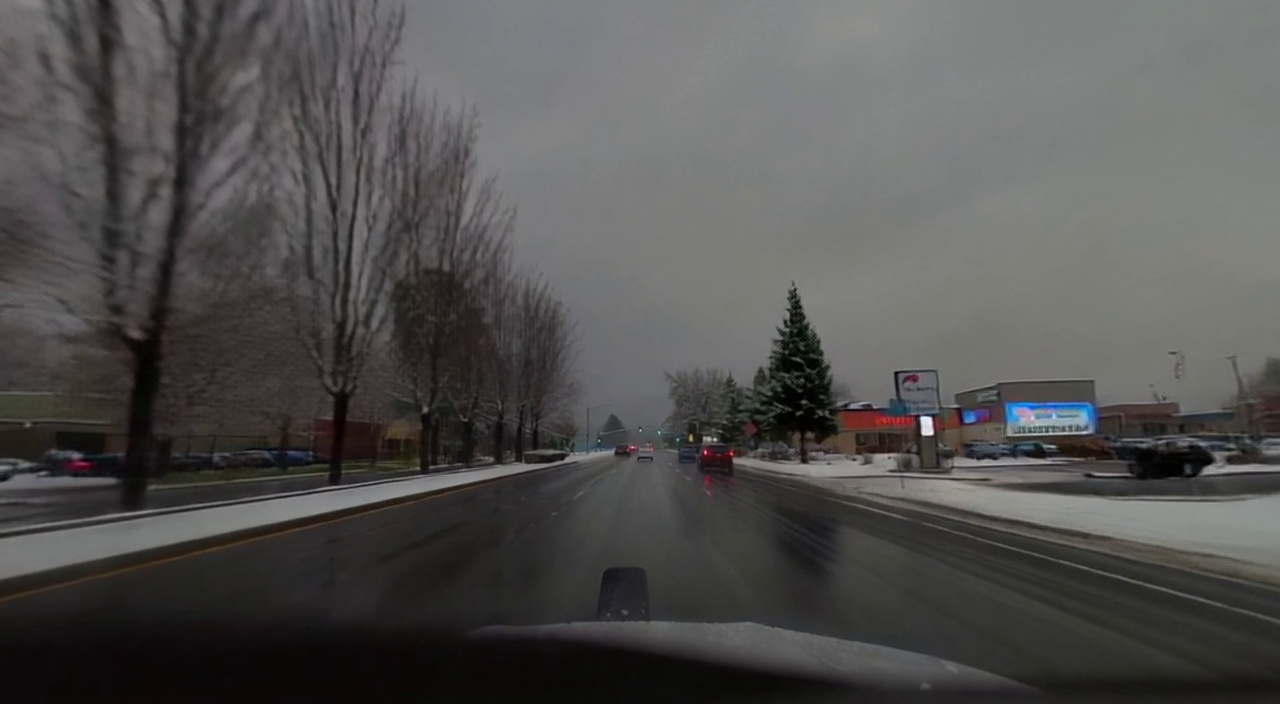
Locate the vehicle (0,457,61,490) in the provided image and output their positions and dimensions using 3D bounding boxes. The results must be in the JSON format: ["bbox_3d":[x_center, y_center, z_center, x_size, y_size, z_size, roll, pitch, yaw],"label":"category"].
[{"bbox_3d":[-31.829,6.113,31.706,1.732,1.526,3.827,-1,-9,-1],"label":"vehicle"}]

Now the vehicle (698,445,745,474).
[{"bbox_3d":[4.371,5.856,34.577,1.916,1.459,4.335,0,-8,-1],"label":"vehicle"}]

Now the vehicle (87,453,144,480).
[{"bbox_3d":[-32.867,7.142,39.582,1.795,1.567,4.241,5,-10,-28],"label":"vehicle"}]

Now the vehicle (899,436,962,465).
[{"bbox_3d":[21.326,7.257,46.553,2.124,1.920,5.946,0,-9,3],"label":"vehicle"}]

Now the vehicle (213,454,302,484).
[{"bbox_3d":[-22.502,6.891,37.344,2.111,1.500,5.131,-1,-8,-1],"label":"vehicle"}]

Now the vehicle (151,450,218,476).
[{"bbox_3d":[-31.544,7.660,43.807,2.026,1.692,4.523,2,-9,-13],"label":"vehicle"}]

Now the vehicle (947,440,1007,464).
[{"bbox_3d":[24.685,7.349,46.386,1.894,1.656,4.841,0,-8,2],"label":"vehicle"}]

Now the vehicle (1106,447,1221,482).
[{"bbox_3d":[26.408,5.649,31.993,1.959,1.646,4.226,1,-8,-4],"label":"vehicle"}]
